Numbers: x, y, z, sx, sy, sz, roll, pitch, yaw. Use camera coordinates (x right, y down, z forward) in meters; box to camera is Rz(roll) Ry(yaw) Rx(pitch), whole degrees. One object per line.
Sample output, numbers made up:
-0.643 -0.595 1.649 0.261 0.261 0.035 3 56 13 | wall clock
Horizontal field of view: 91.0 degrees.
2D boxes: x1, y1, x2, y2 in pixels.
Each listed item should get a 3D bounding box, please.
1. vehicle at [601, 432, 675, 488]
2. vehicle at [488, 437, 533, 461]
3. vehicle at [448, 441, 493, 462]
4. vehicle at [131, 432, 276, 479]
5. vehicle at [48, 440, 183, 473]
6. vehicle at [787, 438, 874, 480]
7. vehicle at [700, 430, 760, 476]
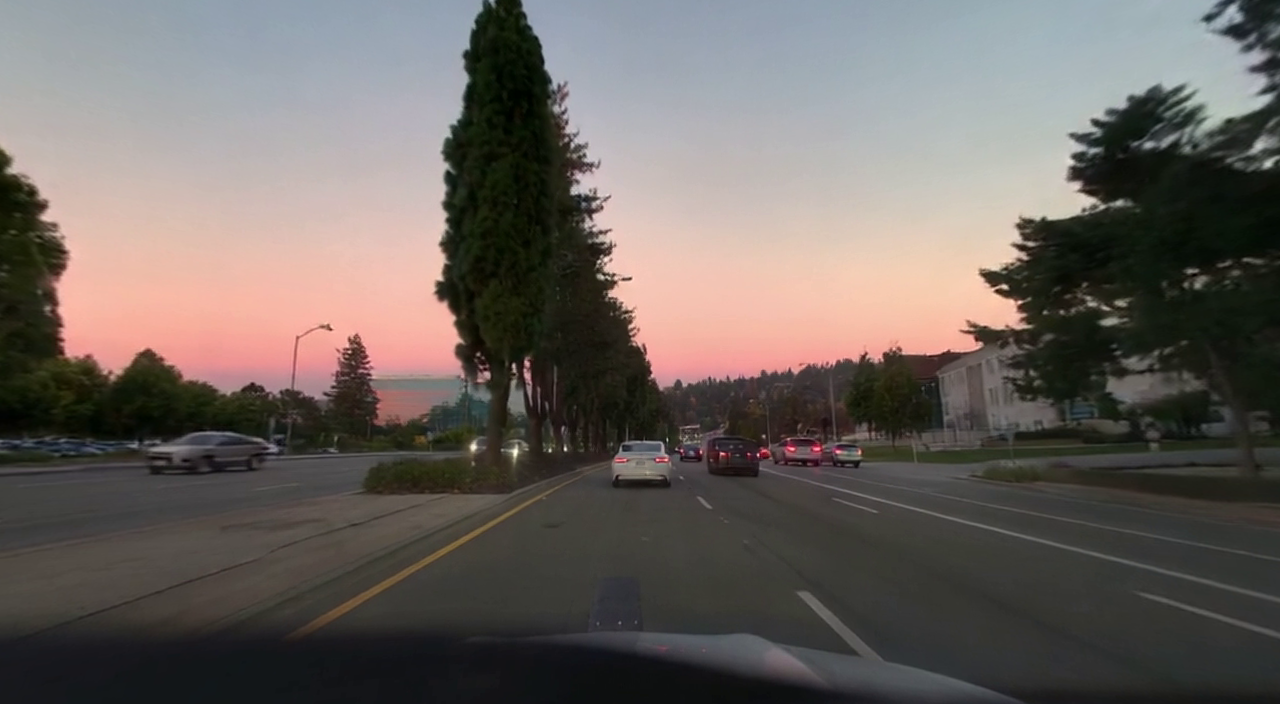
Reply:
-0.056 3.474 20.561 2.145 1.603 4.369 0 -8 0 | vehicle
-8.953 6.743 43.786 2.074 1.543 4.536 0 -8 1 | vehicle
-12.551 7.398 46.891 1.915 1.456 4.636 0 -8 2 | vehicle
-15.895 3.796 23.330 1.885 1.553 4.828 0 -8 0 | vehicle
-24.670 4.925 29.764 4.381 1.490 1.941 2 -9 -12 | vehicle
7.248 4.110 24.456 1.928 1.488 4.361 0 -8 -1 | vehicle
3.779 4.342 27.267 1.976 1.796 4.159 0 -8 0 | vehicle
